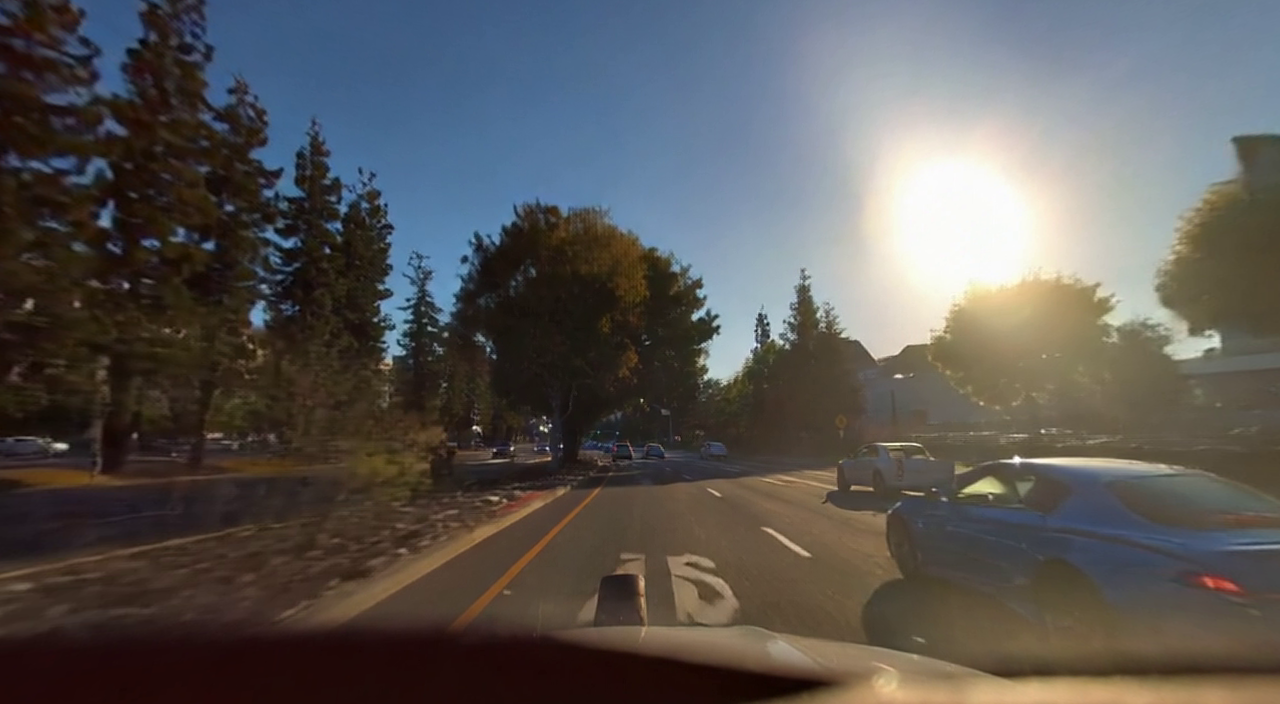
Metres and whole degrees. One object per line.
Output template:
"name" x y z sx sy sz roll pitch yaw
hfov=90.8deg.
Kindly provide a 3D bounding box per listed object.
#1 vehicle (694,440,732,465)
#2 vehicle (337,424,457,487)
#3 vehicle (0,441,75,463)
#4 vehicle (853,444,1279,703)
"vehicle" 5.197 7.243 45.631 1.931 1.685 4.054 0 -9 -5
"vehicle" -7.678 3.330 20.539 2.106 1.768 4.552 0 -9 0
"vehicle" -47.675 7.867 49.652 4.503 1.663 1.718 1 -9 -5
"vehicle" 3.428 1.397 4.858 1.990 1.347 4.388 0 -9 -1
